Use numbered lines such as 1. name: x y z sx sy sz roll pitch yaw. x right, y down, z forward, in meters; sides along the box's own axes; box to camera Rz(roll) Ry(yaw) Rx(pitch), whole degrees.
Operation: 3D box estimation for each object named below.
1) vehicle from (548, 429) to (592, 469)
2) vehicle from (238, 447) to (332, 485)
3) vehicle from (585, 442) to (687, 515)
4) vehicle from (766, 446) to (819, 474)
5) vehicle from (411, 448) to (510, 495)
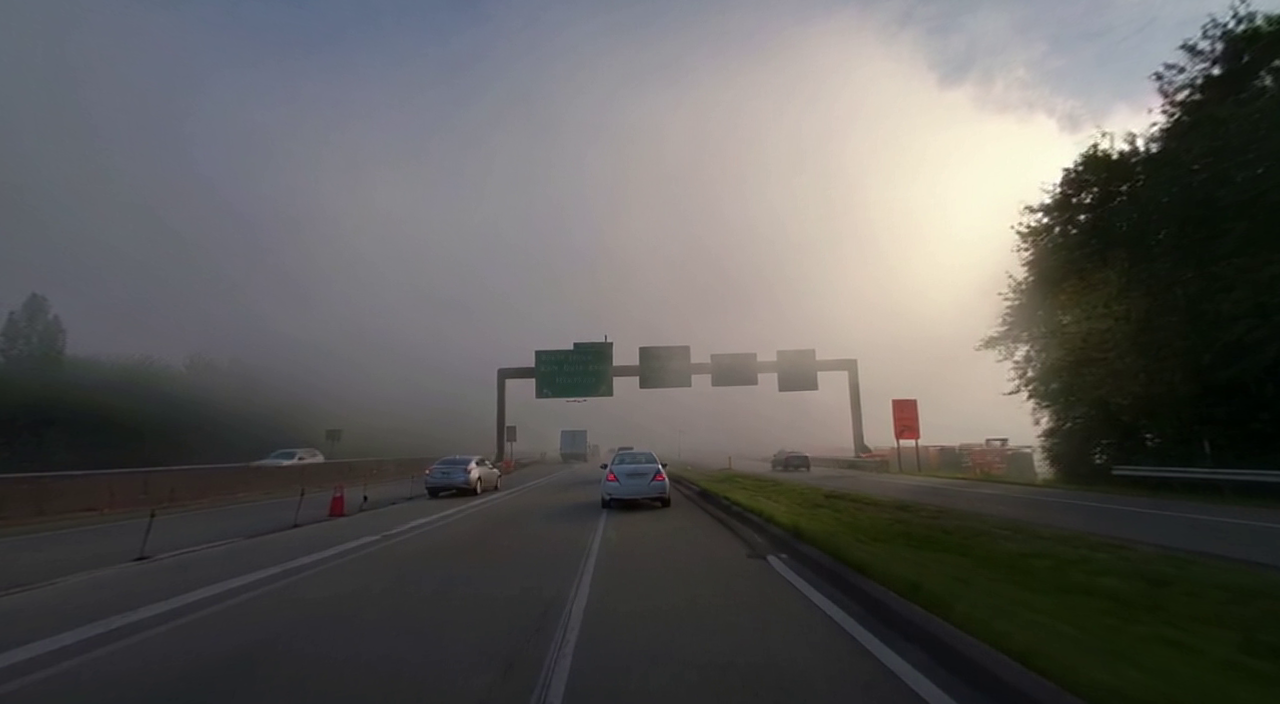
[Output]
1. vehicle: -4.902 6.985 45.290 2.326 2.645 6.249 0 -9 1
2. vehicle: -19.198 6.162 34.332 2.107 1.844 5.102 0 -9 1
3. vehicle: -0.128 2.849 14.591 2.080 1.451 3.512 0 -9 -1
4. vehicle: 8.373 5.944 34.798 1.871 1.460 3.754 0 -9 -2
5. vehicle: -5.940 3.987 21.372 2.063 1.417 4.000 -1 -9 2
